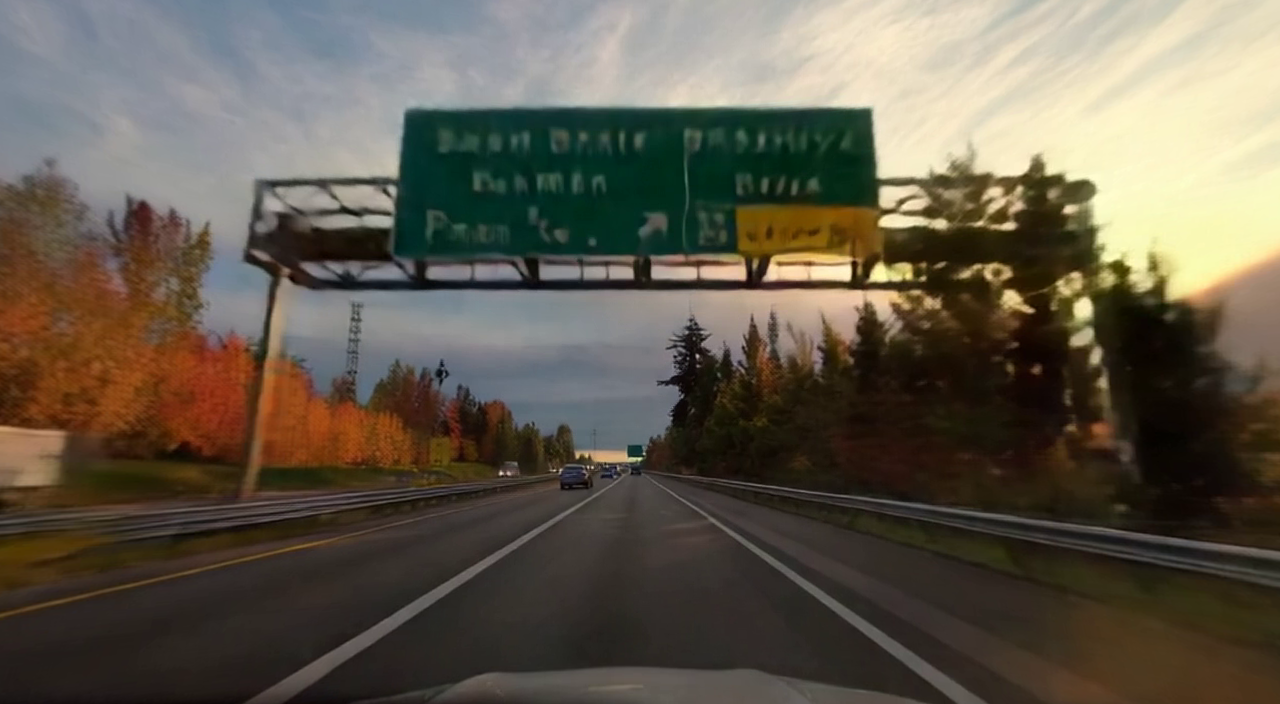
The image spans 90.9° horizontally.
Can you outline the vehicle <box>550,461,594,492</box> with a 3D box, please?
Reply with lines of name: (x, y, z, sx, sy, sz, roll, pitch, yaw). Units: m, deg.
vehicle: (-4.331, 8.089, 41.109, 2.254, 1.809, 5.839, 1, -11, 0)
